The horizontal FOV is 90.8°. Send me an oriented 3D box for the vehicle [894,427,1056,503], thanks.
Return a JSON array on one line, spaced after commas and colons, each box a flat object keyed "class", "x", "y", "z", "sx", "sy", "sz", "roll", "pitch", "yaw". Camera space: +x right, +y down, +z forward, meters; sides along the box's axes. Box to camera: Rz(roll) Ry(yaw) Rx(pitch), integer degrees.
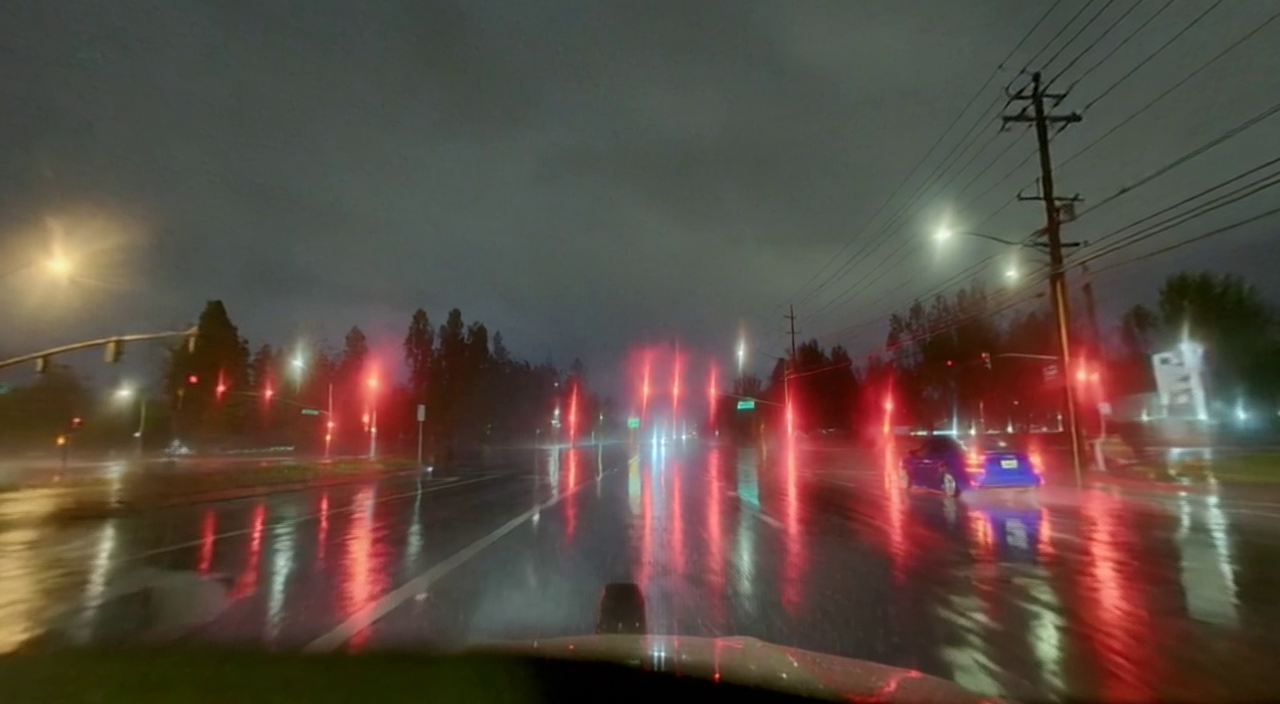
[{"class": "vehicle", "x": 7.691, "y": 2.617, "z": 14.957, "sx": 1.797, "sy": 1.544, "sz": 3.685, "roll": 0, "pitch": -9, "yaw": 0}]
